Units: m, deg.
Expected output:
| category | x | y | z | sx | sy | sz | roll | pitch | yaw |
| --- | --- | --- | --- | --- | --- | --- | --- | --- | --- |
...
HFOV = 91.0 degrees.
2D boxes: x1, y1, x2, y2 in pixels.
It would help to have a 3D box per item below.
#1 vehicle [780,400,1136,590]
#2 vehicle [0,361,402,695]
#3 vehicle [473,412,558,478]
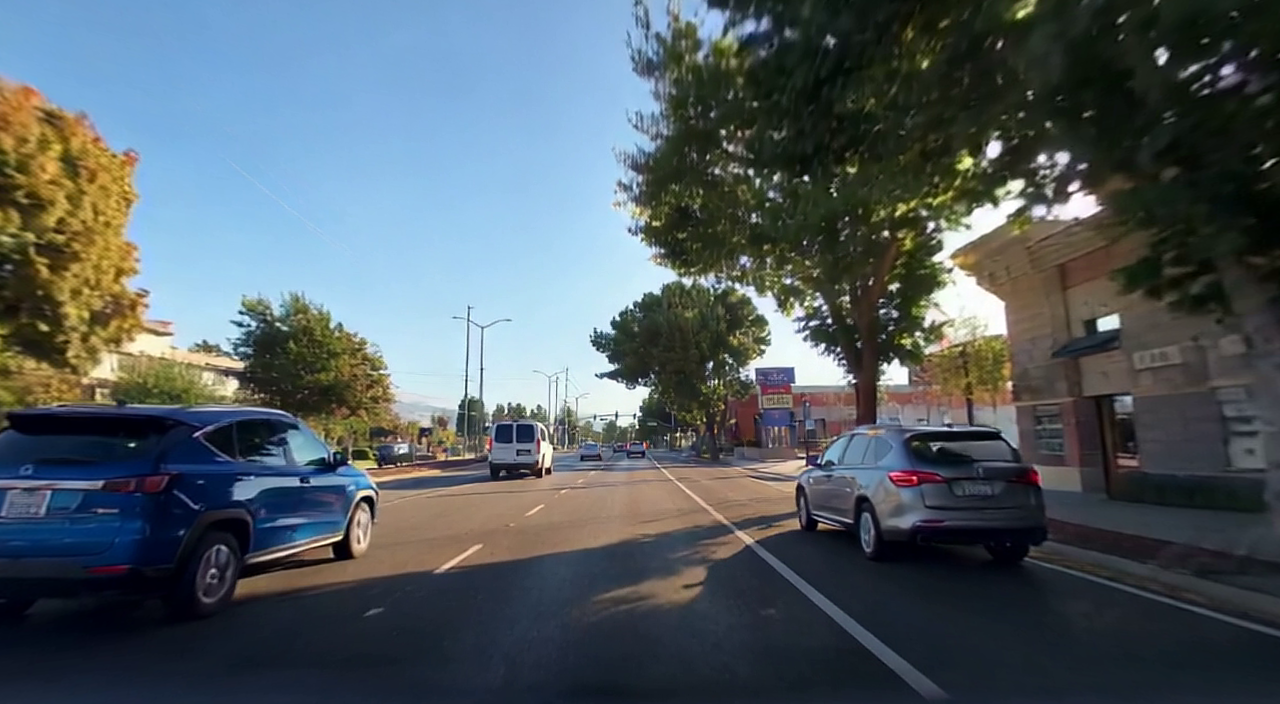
| category | x | y | z | sx | sy | sz | roll | pitch | yaw |
| --- | --- | --- | --- | --- | --- | --- | --- | --- | --- |
| vehicle | 3.581 | 1.723 | 8.481 | 2.167 | 1.792 | 4.835 | 0 | -9 | -1 |
| vehicle | -3.968 | 1.234 | 5.528 | 2.038 | 1.748 | 4.303 | 0 | -9 | 0 |
| vehicle | -5.382 | 4.201 | 28.360 | 2.863 | 2.592 | 6.410 | 1 | -9 | -3 |
